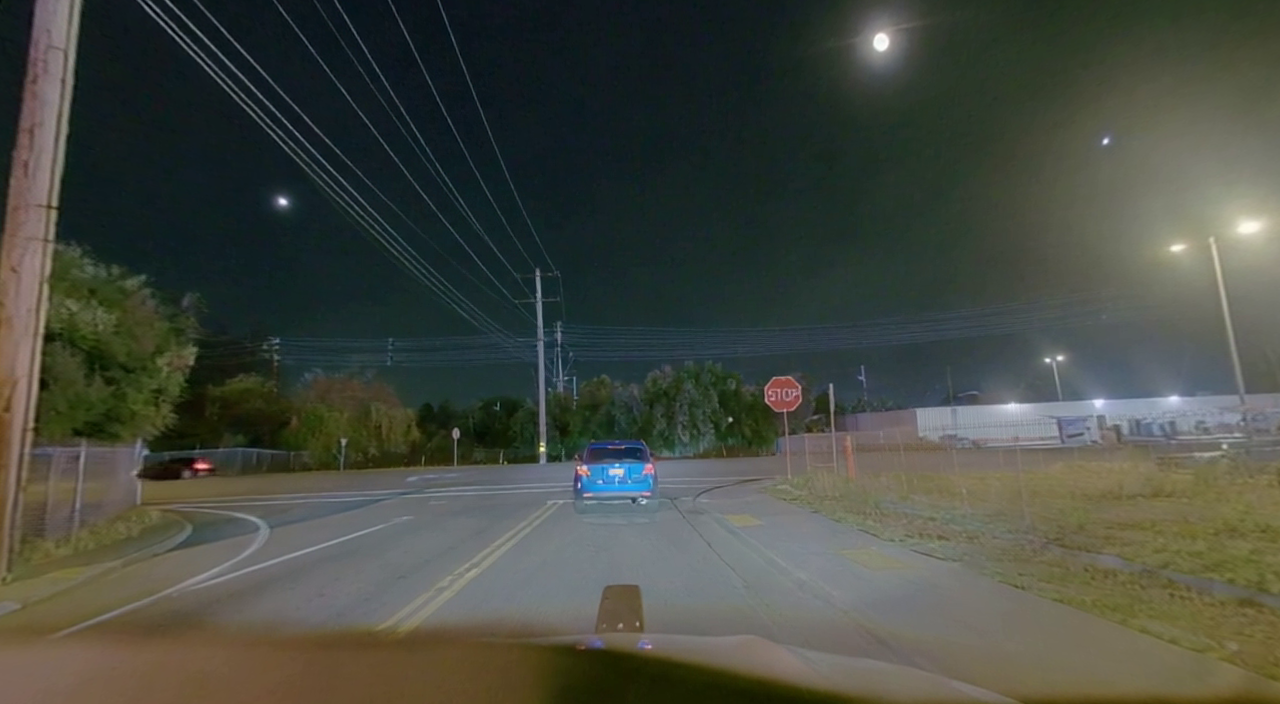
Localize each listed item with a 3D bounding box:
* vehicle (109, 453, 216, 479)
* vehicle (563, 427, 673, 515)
[{"bbox_3d":[-29.104,6.973,38.633,4.840,1.478,1.794,1,-9,-8],"label":"vehicle"},{"bbox_3d":[-0.548,2.627,14.444,2.137,1.698,4.166,0,-8,-4],"label":"vehicle"}]
